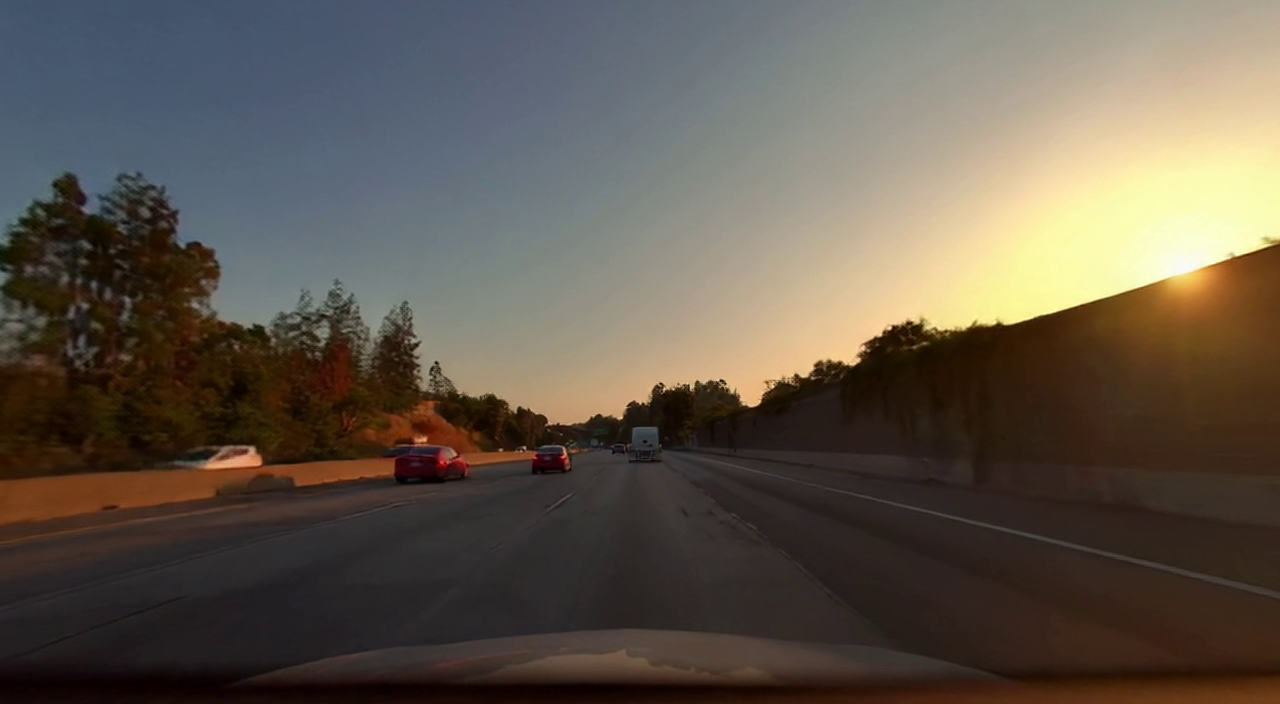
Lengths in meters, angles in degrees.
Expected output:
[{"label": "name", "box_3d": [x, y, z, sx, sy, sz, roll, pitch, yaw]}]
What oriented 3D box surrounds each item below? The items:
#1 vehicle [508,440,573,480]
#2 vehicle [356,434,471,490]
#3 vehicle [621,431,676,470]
[{"label": "vehicle", "box_3d": [-4.054, 4.456, 26.304, 2.000, 1.512, 4.371, 0, -9, 0]}, {"label": "vehicle", "box_3d": [-7.528, 3.699, 21.545, 2.189, 1.673, 4.699, 0, -9, 0]}, {"label": "vehicle", "box_3d": [0.409, 5.486, 35.051, 2.856, 1.994, 4.931, 0, -9, -1]}]
